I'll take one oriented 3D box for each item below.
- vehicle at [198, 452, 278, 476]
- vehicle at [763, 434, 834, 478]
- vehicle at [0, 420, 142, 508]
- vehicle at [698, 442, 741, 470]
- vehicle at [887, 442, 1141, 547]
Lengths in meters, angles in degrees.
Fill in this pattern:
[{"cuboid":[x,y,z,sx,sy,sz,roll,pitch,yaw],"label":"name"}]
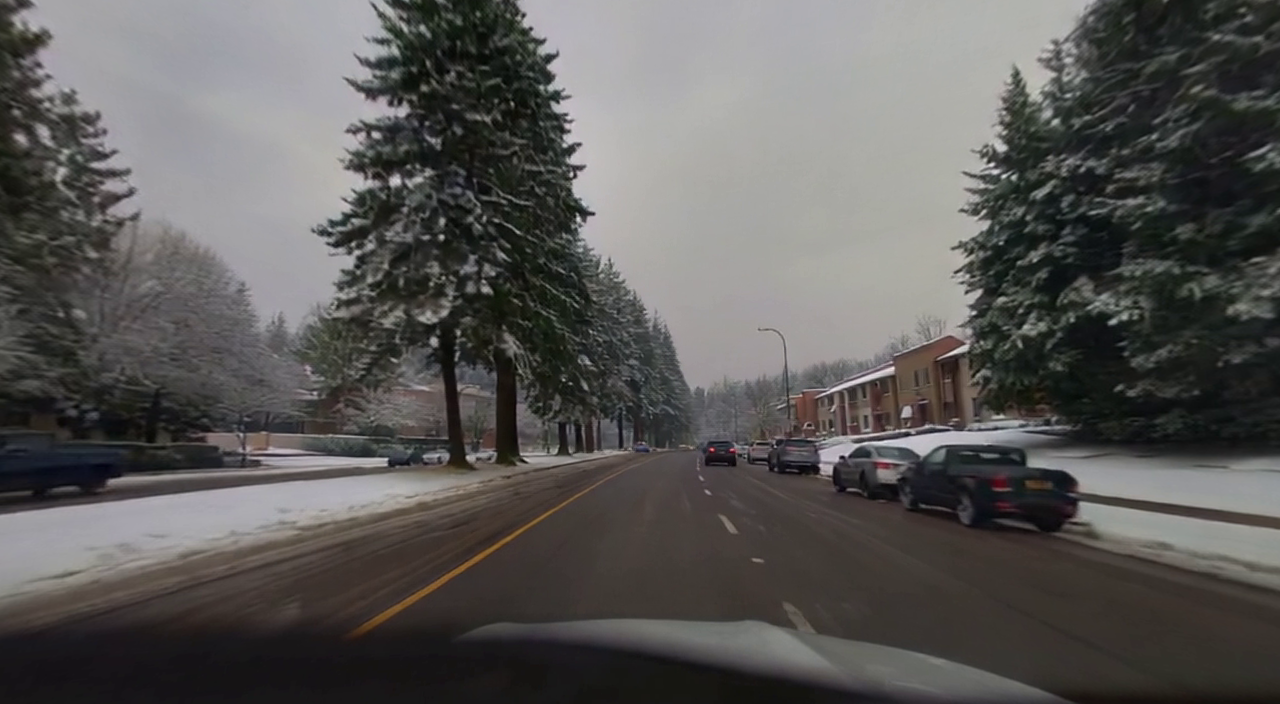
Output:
[{"cuboid":[-29.658,8.212,46.544,4.598,1.661,1.958,7,-11,-40],"label":"vehicle"},{"cuboid":[7.730,5.155,31.438,2.213,1.949,5.907,0,-9,2],"label":"vehicle"},{"cuboid":[-15.210,2.644,15.030,2.049,1.933,5.586,0,-8,0],"label":"vehicle"},{"cuboid":[4.537,6.017,36.572,2.128,1.502,4.572,0,-9,3],"label":"vehicle"},{"cuboid":[6.605,2.518,12.009,1.959,1.538,4.953,0,-9,2],"label":"vehicle"}]
